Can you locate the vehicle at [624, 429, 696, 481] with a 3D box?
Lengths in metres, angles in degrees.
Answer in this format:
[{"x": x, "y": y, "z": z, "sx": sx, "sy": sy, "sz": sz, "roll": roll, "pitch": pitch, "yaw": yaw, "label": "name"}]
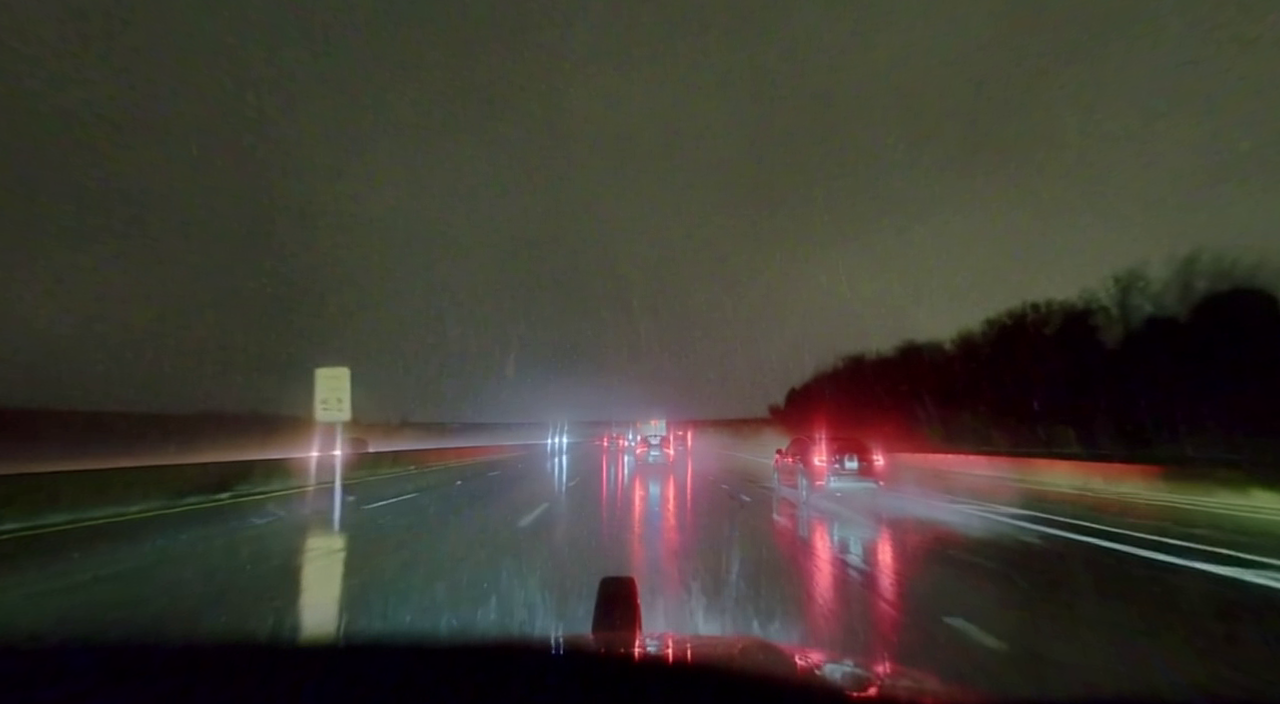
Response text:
[{"x": 0.542, "y": 3.242, "z": 20.130, "sx": 2.046, "sy": 1.467, "sz": 3.844, "roll": 0, "pitch": -8, "yaw": -2, "label": "vehicle"}]
